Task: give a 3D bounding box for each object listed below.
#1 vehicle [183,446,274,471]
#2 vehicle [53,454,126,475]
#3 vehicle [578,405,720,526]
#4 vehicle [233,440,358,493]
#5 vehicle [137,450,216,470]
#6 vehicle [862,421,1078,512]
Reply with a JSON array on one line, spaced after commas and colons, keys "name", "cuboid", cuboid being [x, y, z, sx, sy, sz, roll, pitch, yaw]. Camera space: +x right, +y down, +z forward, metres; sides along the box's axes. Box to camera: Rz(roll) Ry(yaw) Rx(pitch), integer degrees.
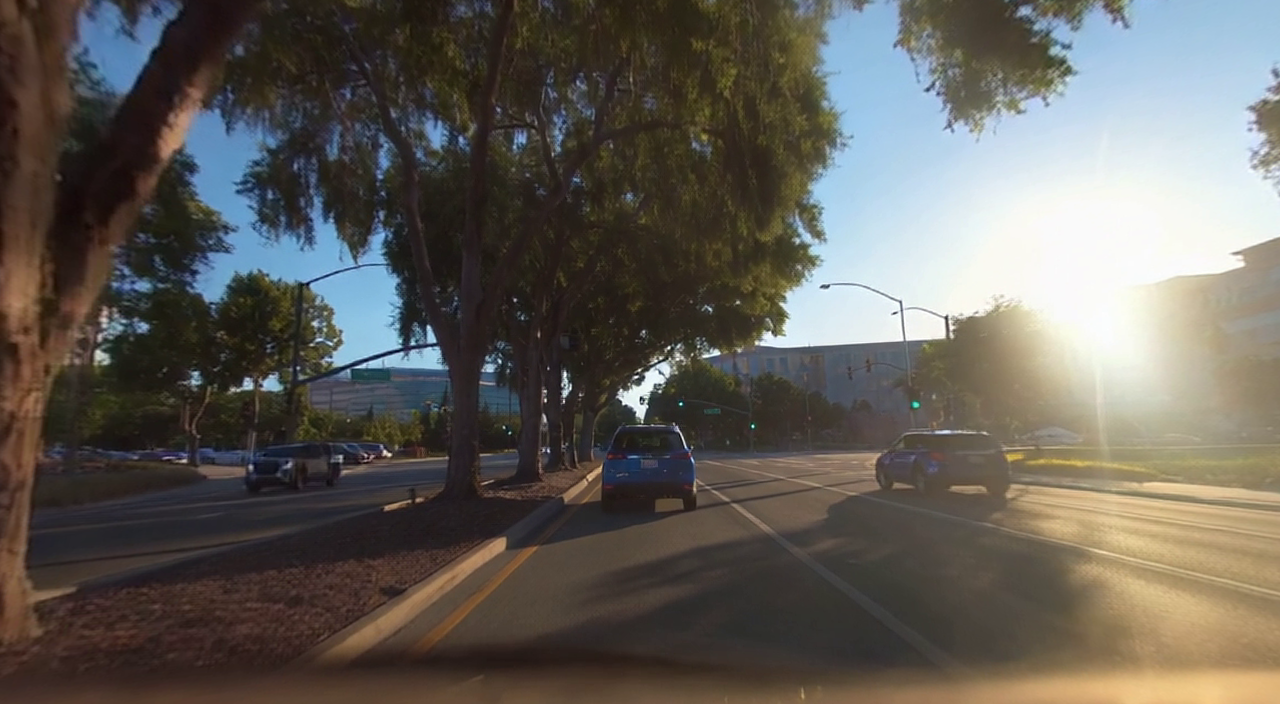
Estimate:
[{"name": "vehicle", "cuboid": [-30.081, 7.778, 46.319, 5.244, 1.715, 1.950, 0, -9, 1]}, {"name": "vehicle", "cuboid": [-40.057, 8.190, 46.132, 3.386, 1.456, 2.024, 0, -9, 0]}, {"name": "vehicle", "cuboid": [0.207, 2.187, 12.611, 2.267, 1.926, 4.708, 0, -9, 2]}, {"name": "vehicle", "cuboid": [-11.738, 3.912, 21.974, 2.209, 1.627, 4.582, 1, -9, -7]}, {"name": "vehicle", "cuboid": [-36.283, 8.466, 49.581, 4.647, 1.484, 1.893, 0, -9, 1]}, {"name": "vehicle", "cuboid": [7.043, 2.510, 14.248, 2.447, 1.707, 4.396, 0, -9, 0]}]
